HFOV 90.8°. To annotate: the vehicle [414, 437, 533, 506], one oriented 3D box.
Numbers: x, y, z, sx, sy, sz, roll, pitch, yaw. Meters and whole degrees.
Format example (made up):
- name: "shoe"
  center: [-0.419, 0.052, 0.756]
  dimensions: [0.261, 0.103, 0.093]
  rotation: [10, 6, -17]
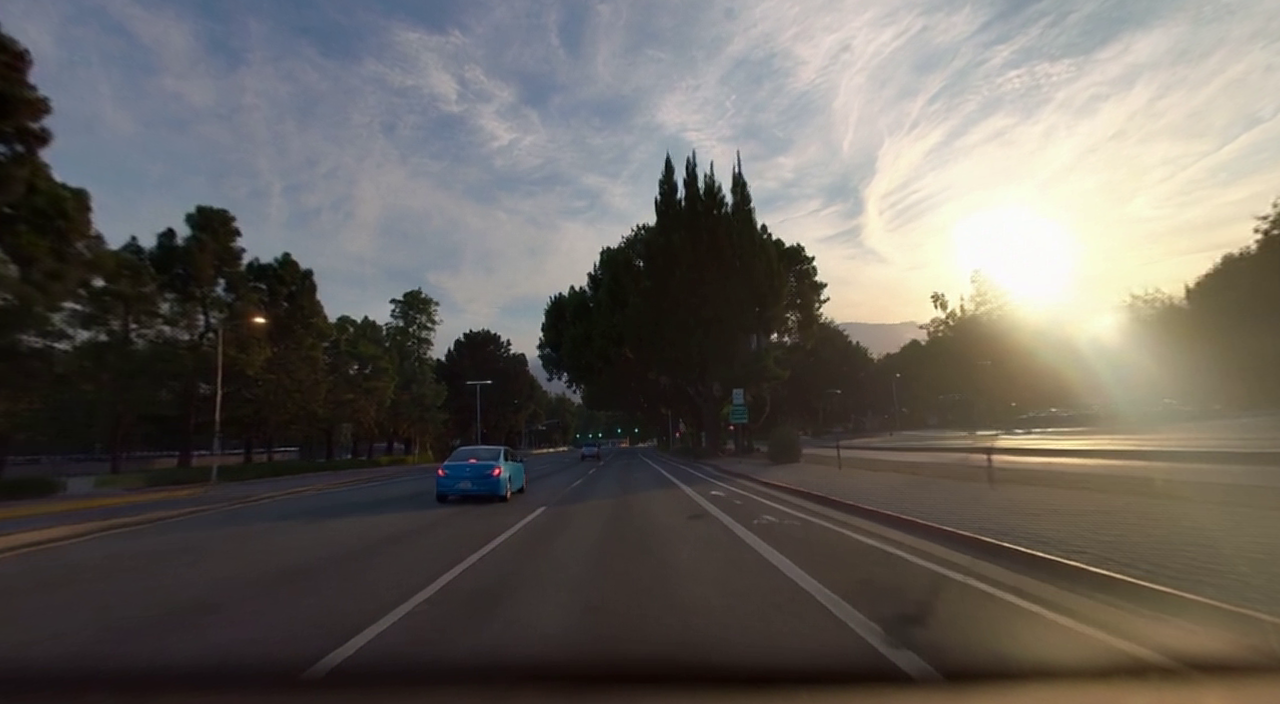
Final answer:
- name: "vehicle"
  center: [-3.981, 2.904, 15.874]
  dimensions: [1.964, 1.472, 4.078]
  rotation: [0, -8, -2]
